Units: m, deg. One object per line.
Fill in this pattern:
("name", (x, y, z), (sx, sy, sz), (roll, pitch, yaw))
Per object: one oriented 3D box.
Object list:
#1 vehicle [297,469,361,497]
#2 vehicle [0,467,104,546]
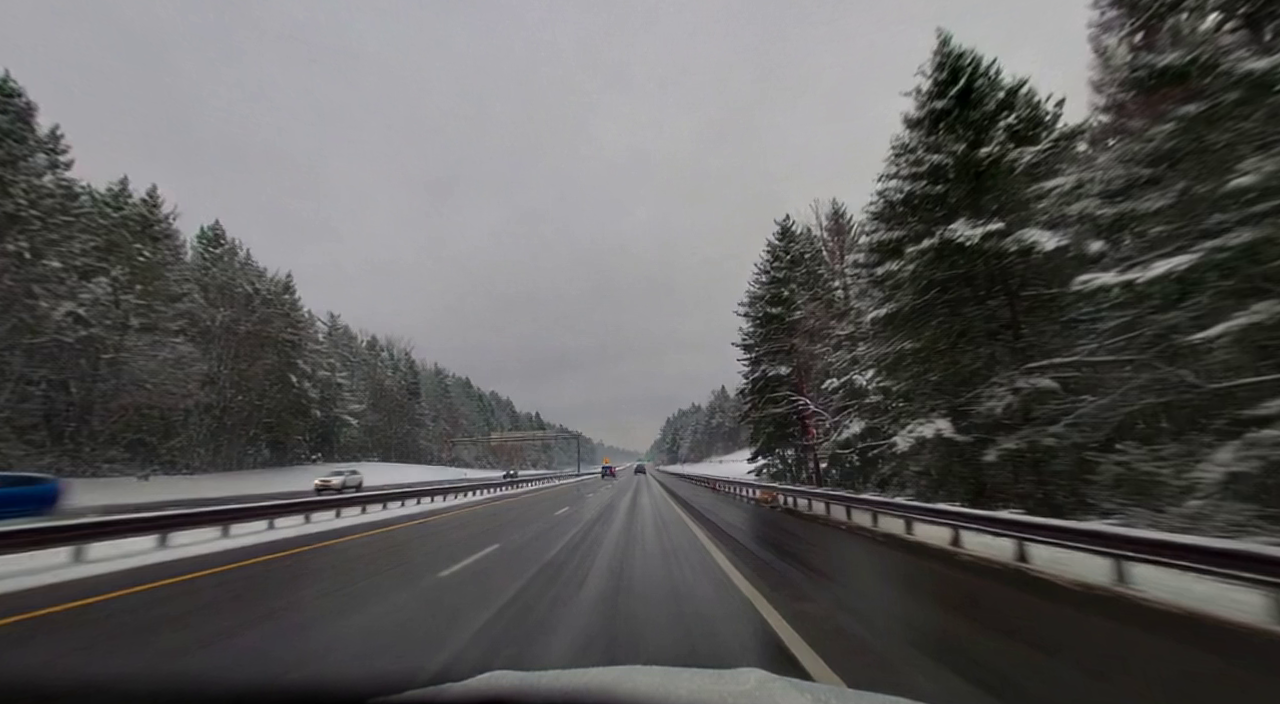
("vehicle", (-17.389, 7.335, 35.428), (1.706, 1.438, 3.555), (1, -10, 0))
("vehicle", (-13.039, 2.949, 12.102), (1.889, 1.450, 4.008), (1, -10, 0))
